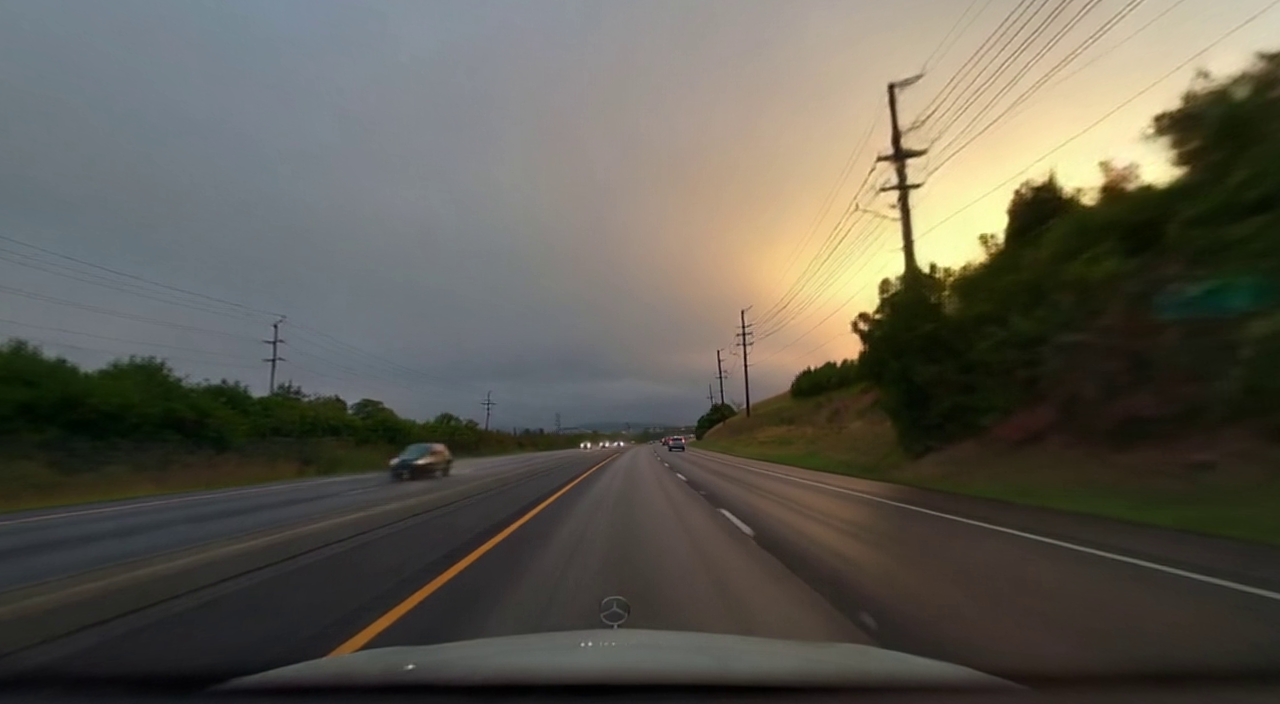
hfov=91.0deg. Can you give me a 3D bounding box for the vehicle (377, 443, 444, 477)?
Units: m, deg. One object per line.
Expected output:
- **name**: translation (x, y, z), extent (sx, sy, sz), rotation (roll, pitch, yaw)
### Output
- **vehicle**: translation (-11.407, 5.353, 31.556), extent (1.891, 1.550, 3.836), rotation (-1, -8, 0)
